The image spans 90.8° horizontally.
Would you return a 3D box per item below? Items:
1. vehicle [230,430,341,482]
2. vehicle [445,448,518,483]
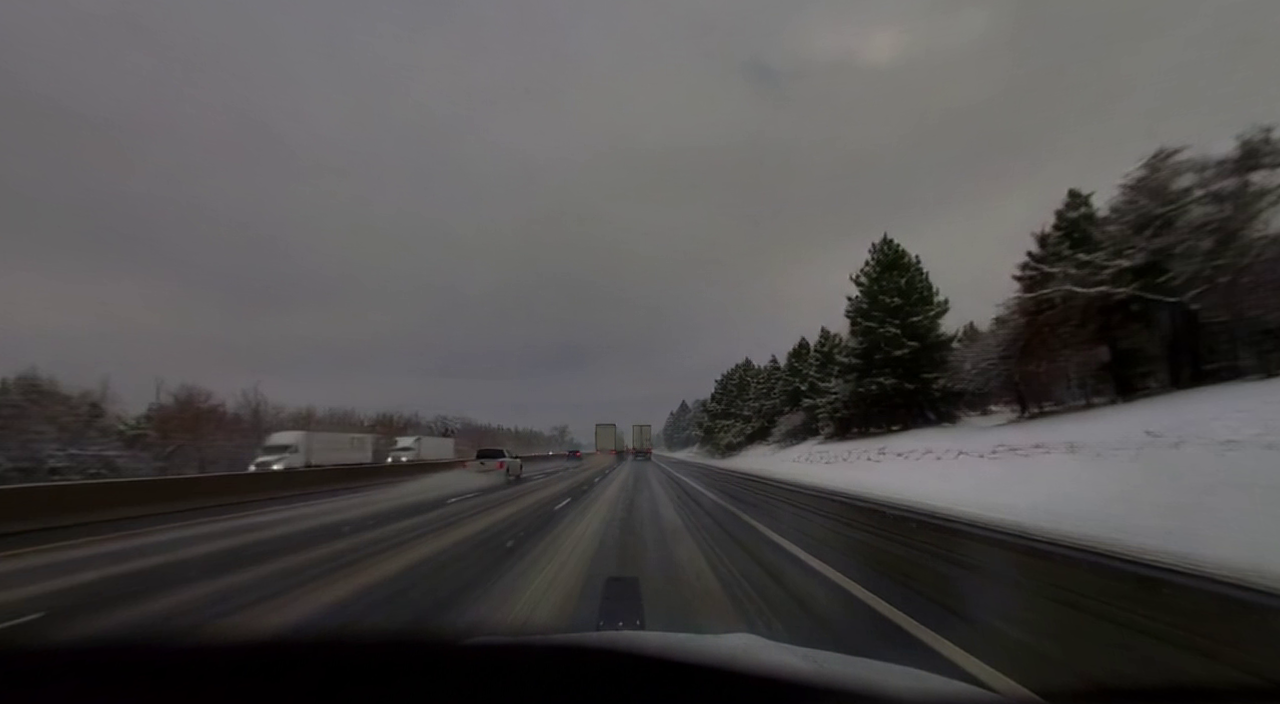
[{"bbox_3d":[-20.610,6.105,37.227,2.258,2.775,7.014,0,-9,1],"label":"vehicle"},{"bbox_3d":[-7.139,5.176,29.055,2.036,1.474,5.011,0,-9,0],"label":"vehicle"}]
